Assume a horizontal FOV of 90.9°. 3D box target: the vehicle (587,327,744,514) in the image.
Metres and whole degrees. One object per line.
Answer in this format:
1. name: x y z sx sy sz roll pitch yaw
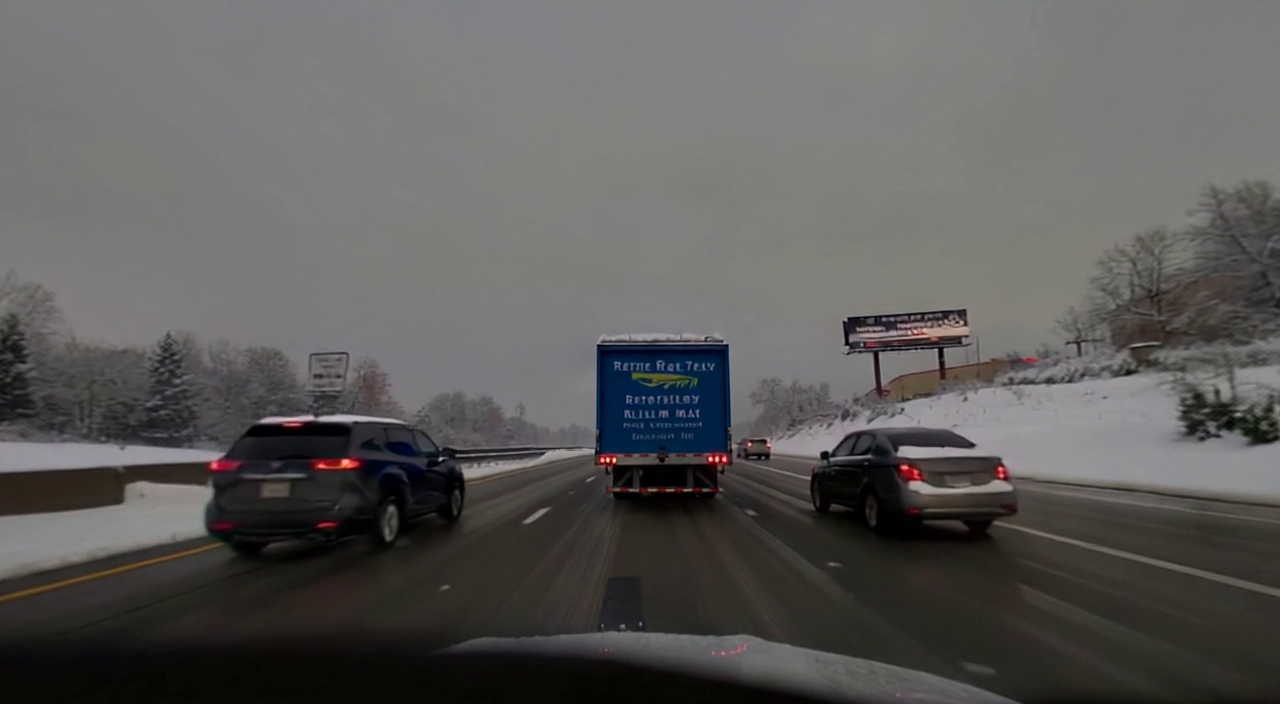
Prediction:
1. vehicle: 0.607 1.801 15.468 2.733 3.296 8.571 -1 -8 2

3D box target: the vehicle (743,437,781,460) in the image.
1. vehicle: 8.453 6.727 44.058 1.931 1.495 3.889 0 -8 1

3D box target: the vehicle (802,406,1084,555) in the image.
1. vehicle: 4.039 1.780 9.460 2.066 1.692 4.339 0 -8 0

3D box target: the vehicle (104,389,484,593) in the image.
1. vehicle: -3.580 1.528 7.798 2.030 1.757 4.509 -1 -8 2
